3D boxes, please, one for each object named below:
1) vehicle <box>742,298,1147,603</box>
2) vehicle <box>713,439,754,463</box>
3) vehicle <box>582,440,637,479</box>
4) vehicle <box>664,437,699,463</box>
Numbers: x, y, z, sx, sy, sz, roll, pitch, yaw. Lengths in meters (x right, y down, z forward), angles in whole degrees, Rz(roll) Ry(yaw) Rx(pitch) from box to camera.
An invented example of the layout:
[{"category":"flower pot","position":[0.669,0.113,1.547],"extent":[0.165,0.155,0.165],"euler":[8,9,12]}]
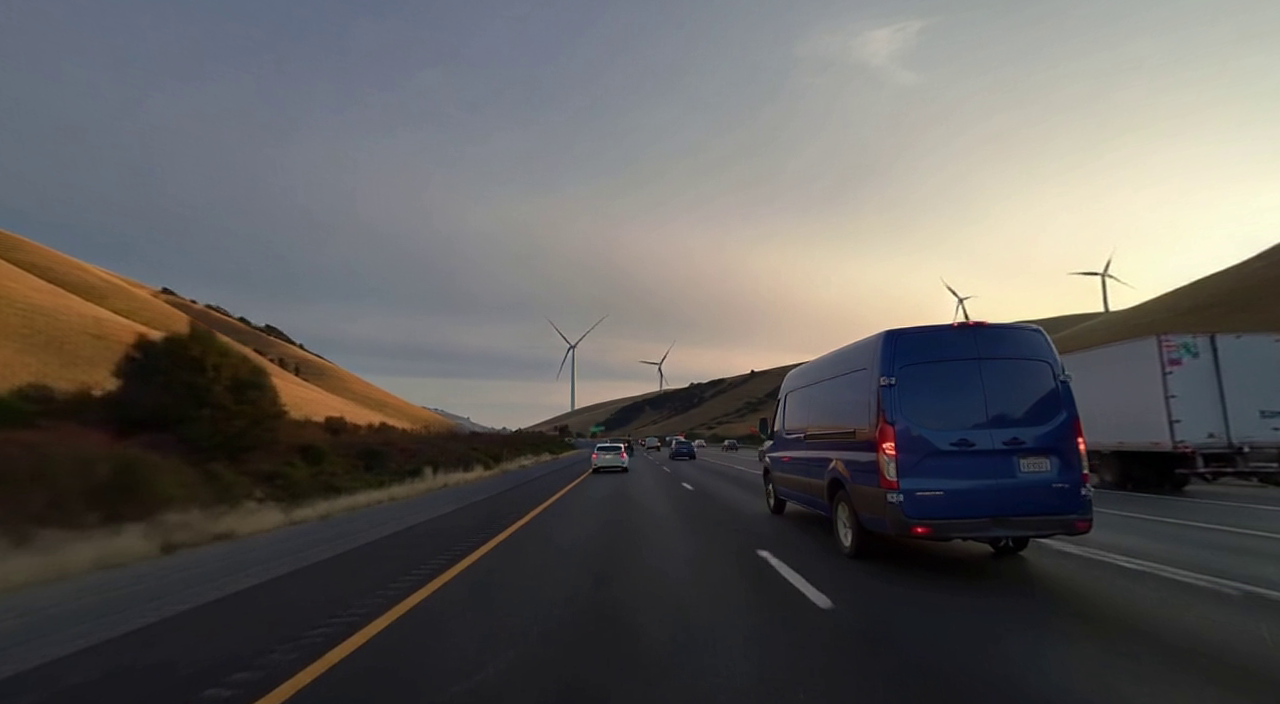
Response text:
[{"category":"vehicle","position":[3.062,1.238,8.364],"extent":[2.365,2.630,5.754],"euler":[0,-8,-1]},{"category":"vehicle","position":[6.358,6.823,43.554],"extent":[1.958,1.514,4.930],"euler":[0,-8,-1]},{"category":"vehicle","position":[-1.168,4.323,25.690],"extent":[2.082,1.445,3.826],"euler":[0,-8,-1]},{"category":"vehicle","position":[2.922,7.037,45.499],"extent":[2.108,1.717,3.996],"euler":[0,-8,-2]}]
